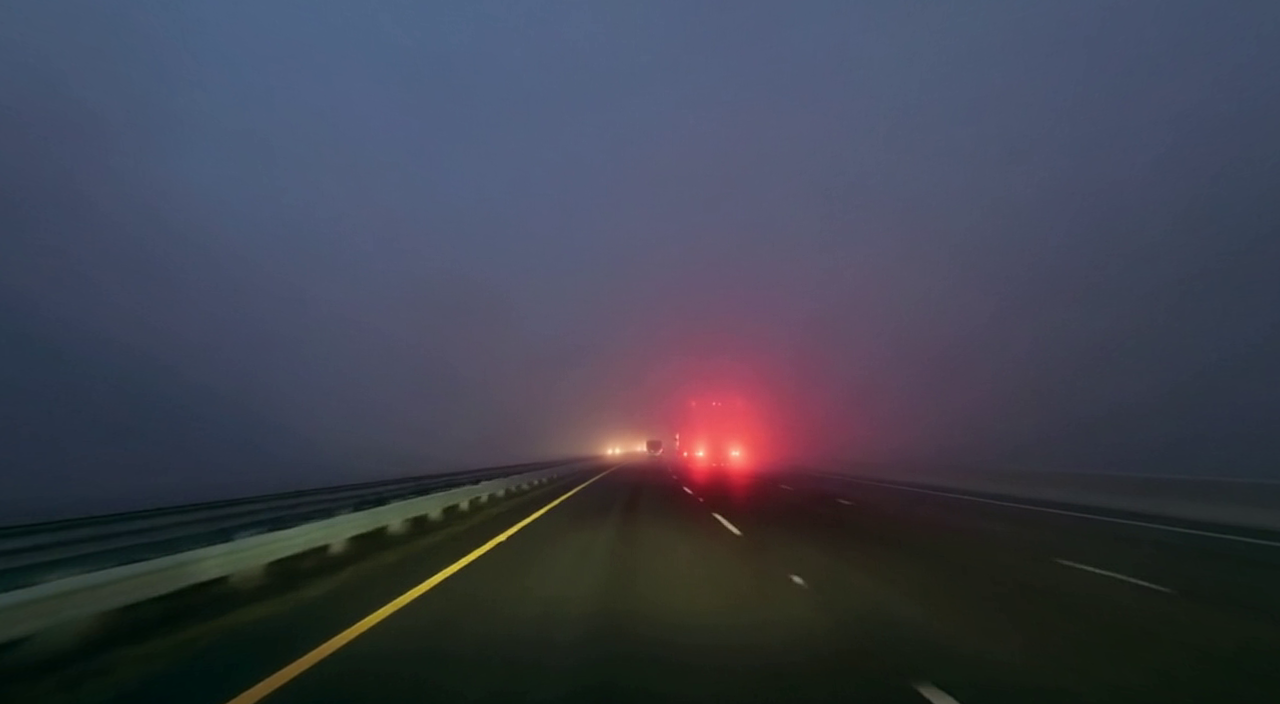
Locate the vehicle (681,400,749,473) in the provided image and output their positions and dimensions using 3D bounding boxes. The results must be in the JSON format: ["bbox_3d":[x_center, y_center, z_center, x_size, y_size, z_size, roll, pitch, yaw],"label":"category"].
[{"bbox_3d":[4.514,5.602,40.951,2.965,4.028,12.529,0,-9,0],"label":"vehicle"}]
